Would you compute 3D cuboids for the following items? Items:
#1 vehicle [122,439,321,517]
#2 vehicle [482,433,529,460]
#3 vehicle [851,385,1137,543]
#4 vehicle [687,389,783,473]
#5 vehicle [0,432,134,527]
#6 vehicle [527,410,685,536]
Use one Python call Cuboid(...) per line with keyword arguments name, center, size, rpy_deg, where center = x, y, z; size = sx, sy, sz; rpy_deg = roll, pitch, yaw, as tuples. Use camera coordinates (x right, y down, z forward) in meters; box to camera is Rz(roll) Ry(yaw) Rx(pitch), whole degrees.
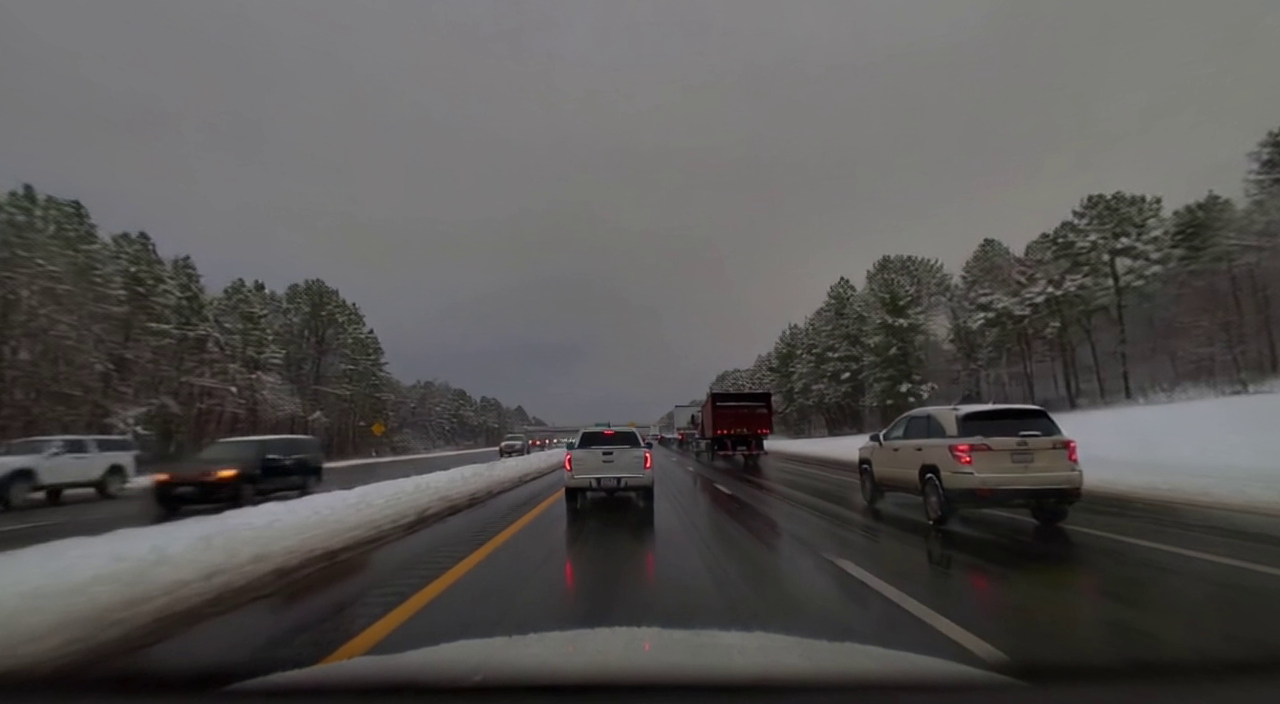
Cuboid(name="vehicle", center=(-8.841, 2.631, 13.765), size=(1.756, 1.446, 3.661), rpy_deg=(0, -8, 1))
Cuboid(name="vehicle", center=(-8.847, 6.217, 41.838), size=(2.052, 1.652, 4.268), rpy_deg=(0, -8, 1))
Cuboid(name="vehicle", center=(4.951, 1.604, 9.633), size=(2.011, 1.905, 3.905), rpy_deg=(0, -8, -1))
Cuboid(name="vehicle", center=(3.754, 3.396, 27.074), size=(2.723, 3.027, 8.478), rpy_deg=(0, -8, 0))
Cuboid(name="vehicle", center=(-13.416, 2.618, 13.264), size=(1.949, 1.833, 4.237), rpy_deg=(0, -8, 0))
Cuboid(name="vehicle", center=(-0.487, 1.863, 10.398), size=(2.082, 1.638, 4.055), rpy_deg=(0, -8, -1))
